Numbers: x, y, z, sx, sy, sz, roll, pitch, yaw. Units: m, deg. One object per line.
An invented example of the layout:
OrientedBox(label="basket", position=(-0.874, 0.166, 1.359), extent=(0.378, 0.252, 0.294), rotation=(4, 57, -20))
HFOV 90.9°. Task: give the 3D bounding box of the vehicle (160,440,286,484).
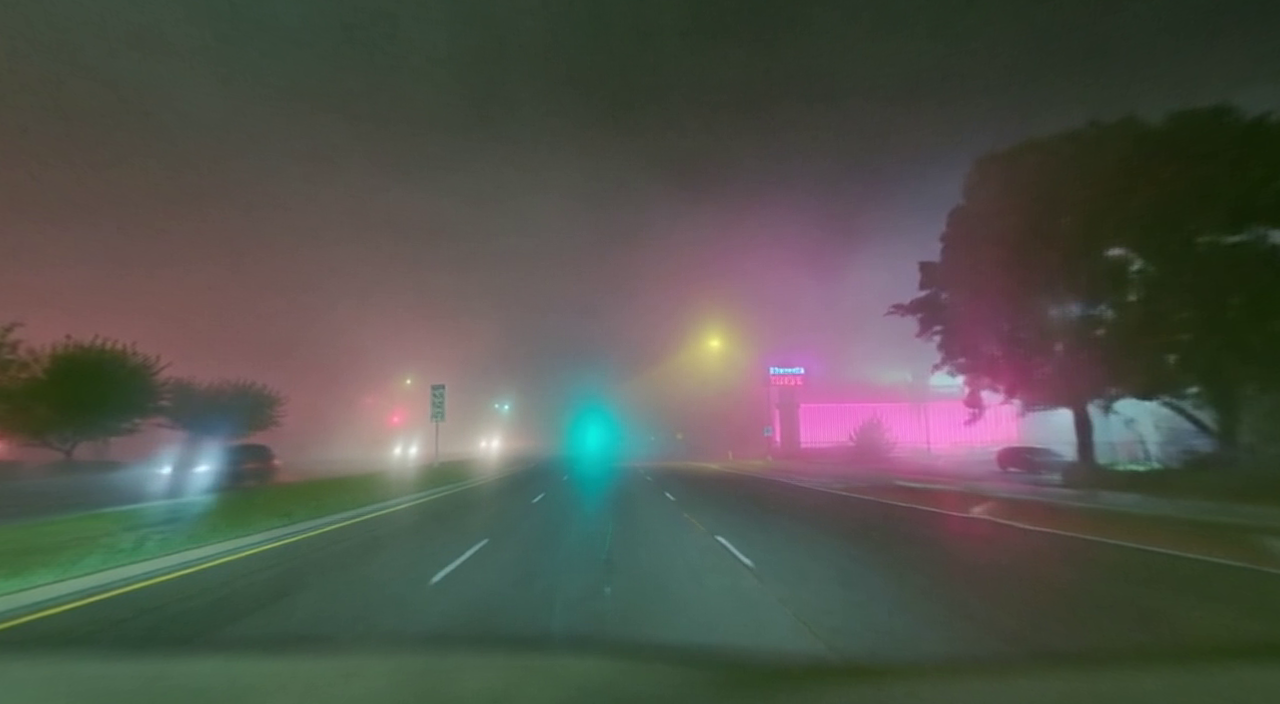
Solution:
OrientedBox(label="vehicle", position=(-15.760, 4.164, 24.136), extent=(1.996, 1.513, 4.278), rotation=(0, -8, -2))

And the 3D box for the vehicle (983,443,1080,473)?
OrientedBox(label="vehicle", position=(18.795, 5.089, 30.352), extent=(3.492, 1.379, 1.734), rotation=(0, -9, -4))

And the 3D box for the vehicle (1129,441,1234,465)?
OrientedBox(label="vehicle", position=(33.345, 6.209, 38.912), extent=(4.490, 1.425, 2.022), rotation=(-1, -9, 3))
